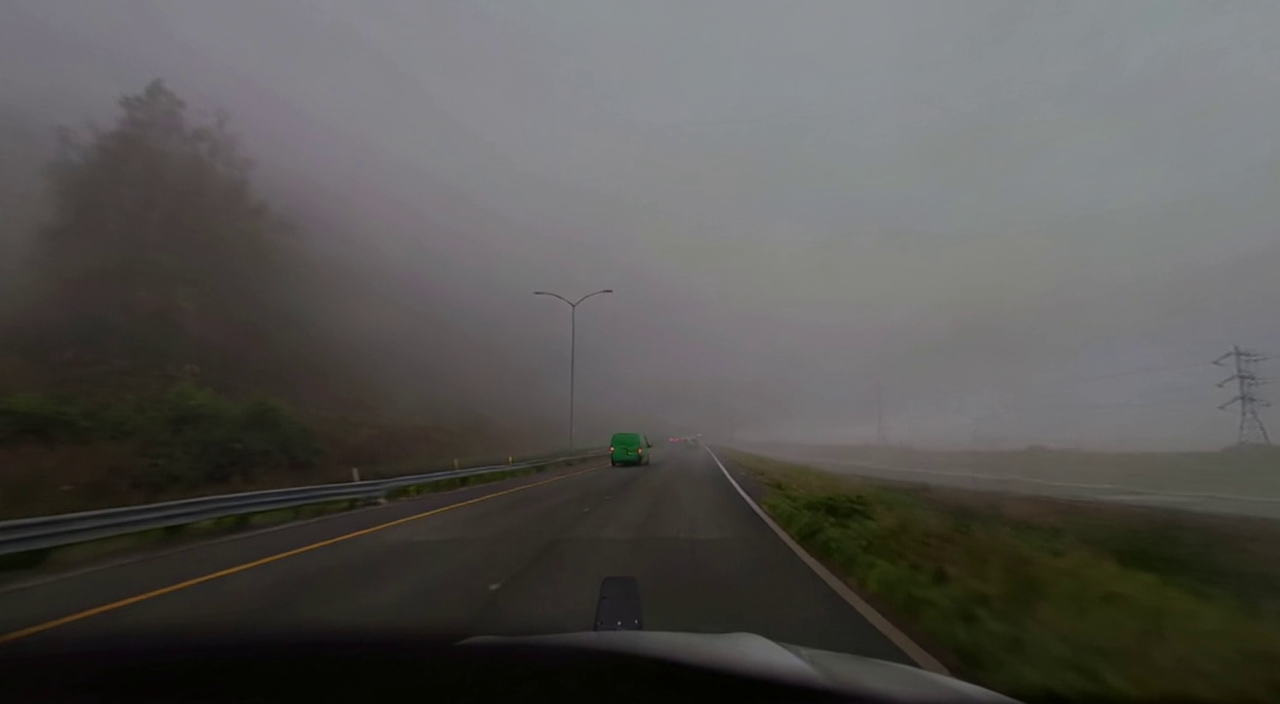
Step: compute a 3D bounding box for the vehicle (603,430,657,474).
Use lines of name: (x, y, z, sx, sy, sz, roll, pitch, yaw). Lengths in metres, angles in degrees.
vehicle: (-0.424, 5.077, 32.090, 2.270, 2.023, 4.632, -1, -9, 5)
